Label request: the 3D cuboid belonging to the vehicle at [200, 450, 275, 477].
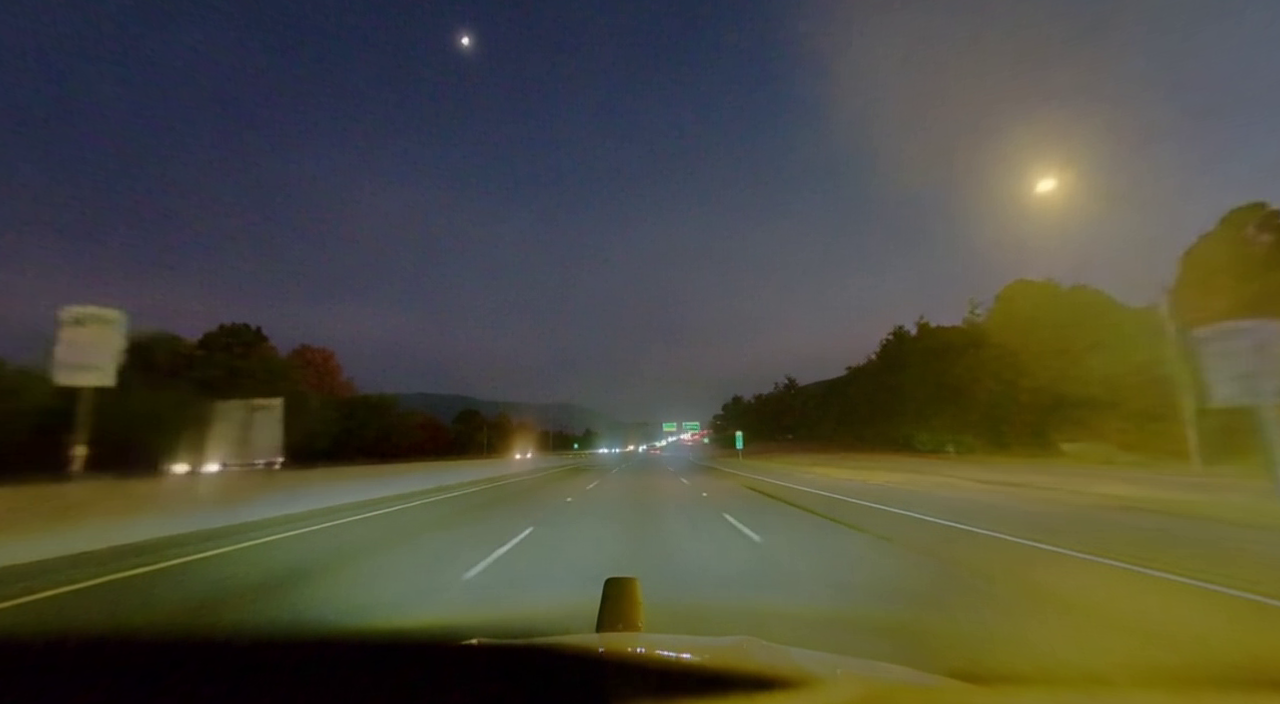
[{"bbox_3d":[-25.726,7.134,40.461,1.909,1.600,4.553,0,-9,-2],"label":"vehicle"}]
